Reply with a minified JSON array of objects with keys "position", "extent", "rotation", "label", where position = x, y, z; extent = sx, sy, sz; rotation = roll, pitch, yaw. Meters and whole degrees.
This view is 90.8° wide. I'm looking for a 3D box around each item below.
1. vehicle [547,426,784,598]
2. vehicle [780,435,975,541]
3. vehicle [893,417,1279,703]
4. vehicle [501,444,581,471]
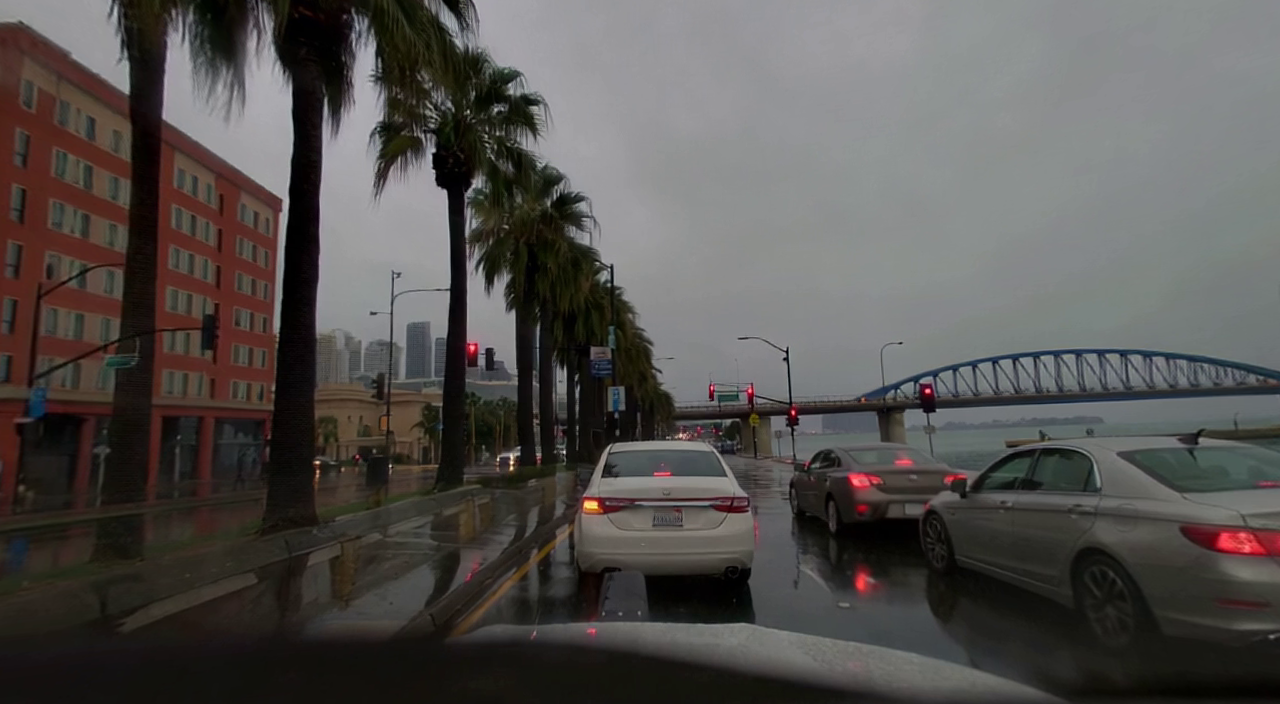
[{"position":[0.262,1.704,7.509],"extent":[2.093,1.503,3.681],"rotation":[0,-9,1],"label":"vehicle"},{"position":[3.890,2.287,11.309],"extent":[1.920,1.490,4.417],"rotation":[-1,-9,2],"label":"vehicle"},{"position":[3.911,1.366,5.098],"extent":[1.913,1.469,4.425],"rotation":[0,-9,0],"label":"vehicle"},{"position":[-6.142,6.522,39.329],"extent":[4.495,1.604,2.022],"rotation":[6,-11,-35],"label":"vehicle"}]
